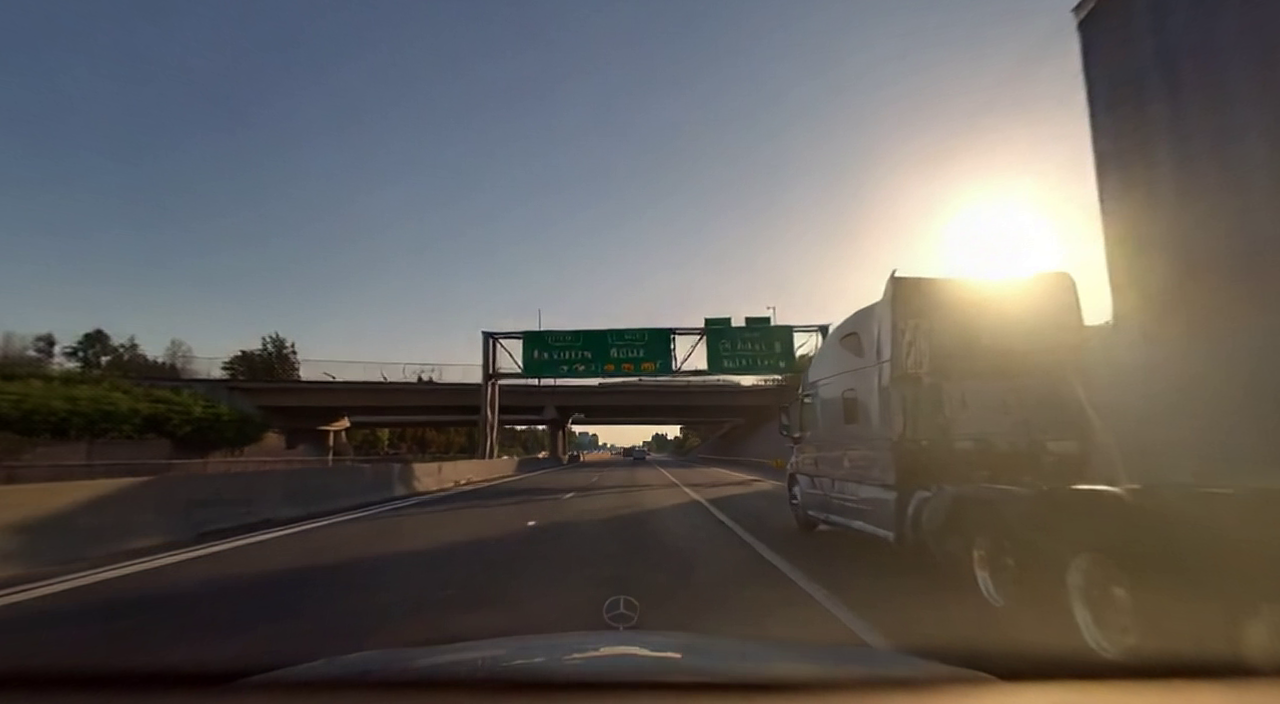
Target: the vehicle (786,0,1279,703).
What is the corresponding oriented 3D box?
[{"bbox_3d":[4.024,0.232,5.143,3.027,3.989,10.585,0,-9,0],"label":"vehicle"}]
